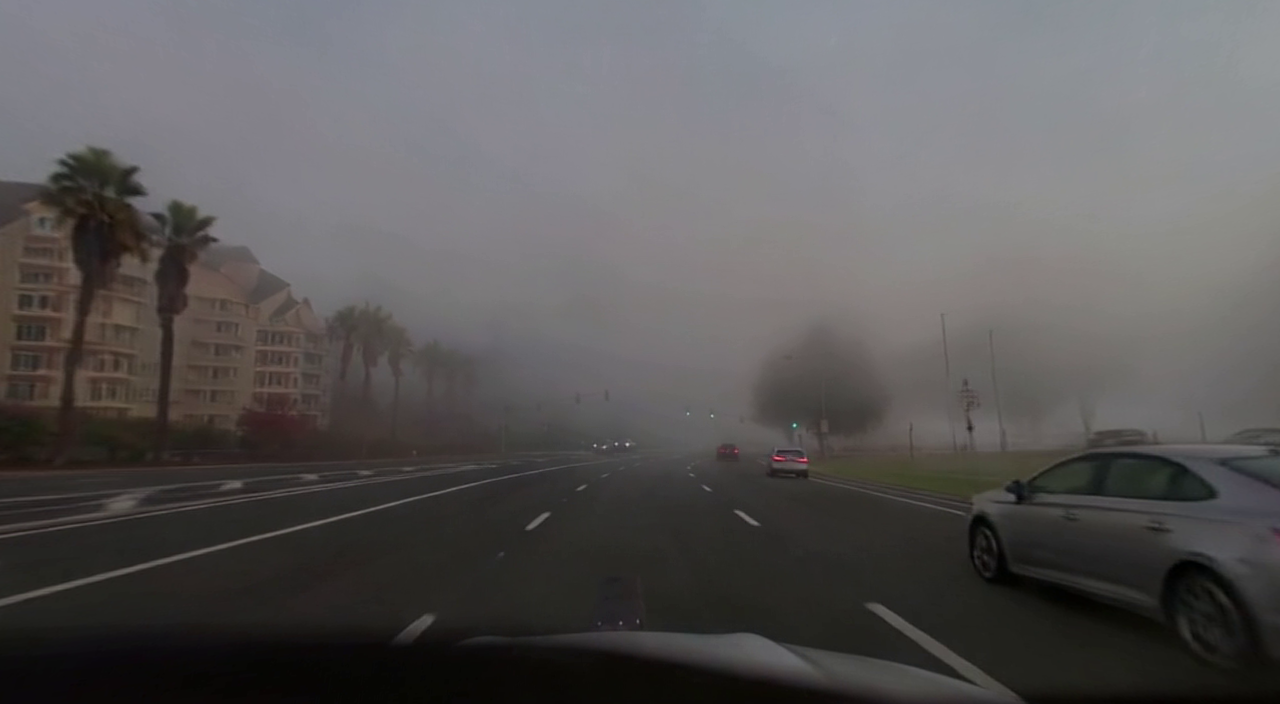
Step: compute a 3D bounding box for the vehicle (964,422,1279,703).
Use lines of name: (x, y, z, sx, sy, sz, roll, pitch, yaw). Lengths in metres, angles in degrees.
vehicle: (4.340, 1.296, 4.570, 1.993, 1.483, 3.821, -1, -8, 1)

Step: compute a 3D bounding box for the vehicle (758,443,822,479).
vehicle: (6.792, 4.965, 29.153, 2.144, 1.473, 4.638, -1, -8, 4)
